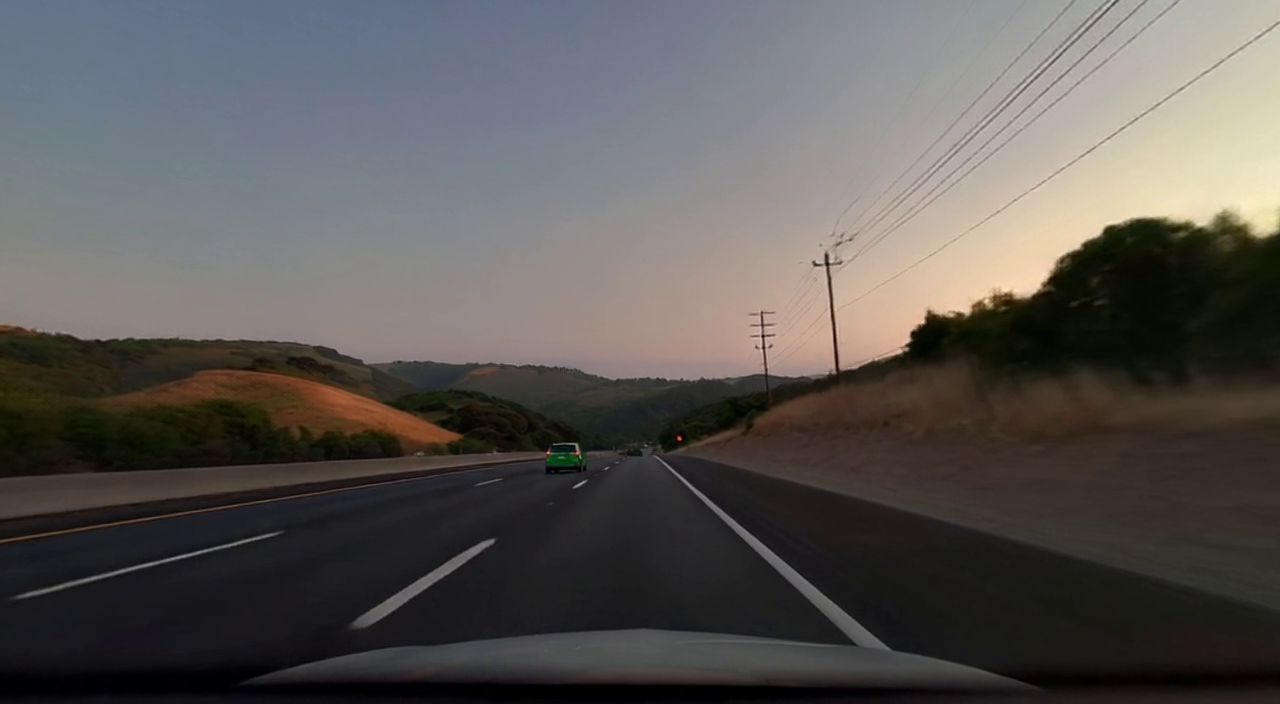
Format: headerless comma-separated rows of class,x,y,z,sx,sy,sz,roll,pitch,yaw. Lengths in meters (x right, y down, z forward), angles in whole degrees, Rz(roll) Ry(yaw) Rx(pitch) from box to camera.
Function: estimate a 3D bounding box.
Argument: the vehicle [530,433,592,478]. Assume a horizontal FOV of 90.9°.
vehicle,-3.503,4.704,28.889,2.136,1.845,4.515,0,-8,1
